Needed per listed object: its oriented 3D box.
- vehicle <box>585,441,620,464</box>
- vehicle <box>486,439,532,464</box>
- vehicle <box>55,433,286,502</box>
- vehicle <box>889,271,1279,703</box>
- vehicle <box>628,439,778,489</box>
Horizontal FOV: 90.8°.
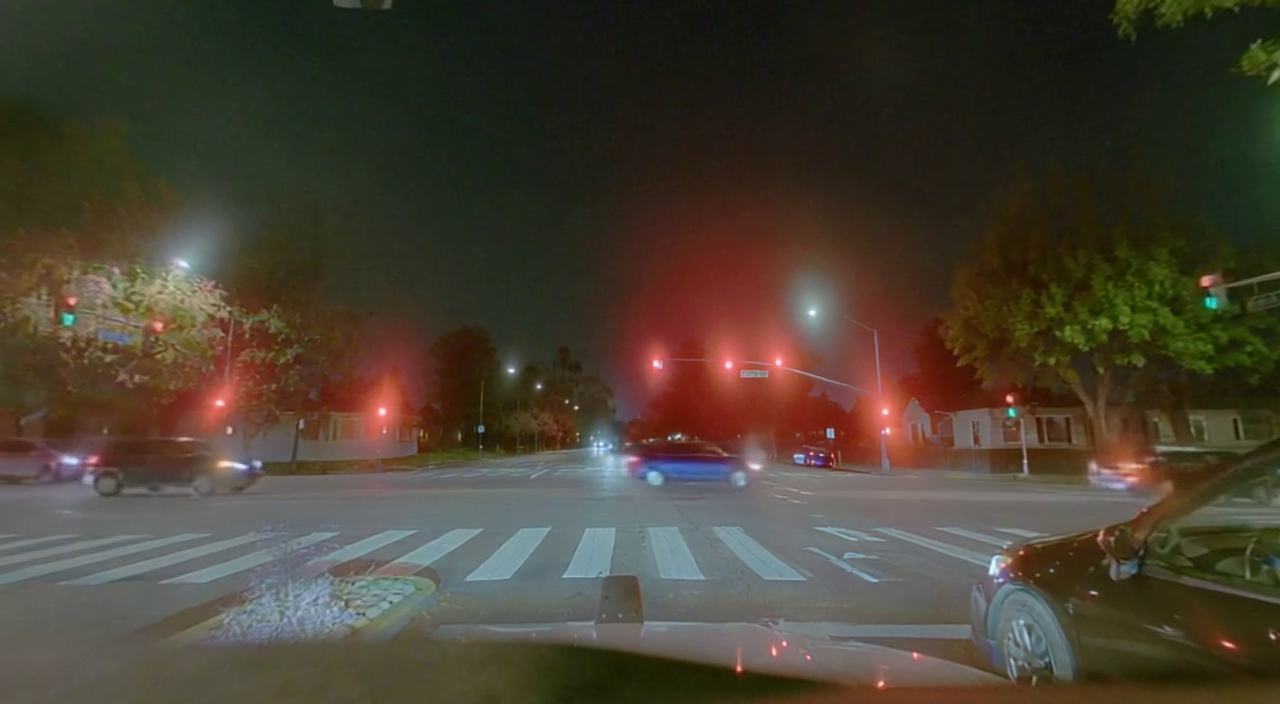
[{"bbox_3d":[-2.436,6.713,42.260,2.046,1.491,4.118,0,-9,1],"label":"vehicle"},{"bbox_3d":[-8.967,6.862,43.641,2.028,1.654,5.027,0,-9,1],"label":"vehicle"},{"bbox_3d":[-12.070,2.981,16.519,4.332,1.682,2.025,0,-9,-1],"label":"vehicle"},{"bbox_3d":[2.706,0.713,1.717,2.085,1.800,4.908,0,-9,1],"label":"vehicle"},{"bbox_3d":[1.891,3.539,20.154,4.537,1.501,1.950,0,-9,-1],"label":"vehicle"}]
